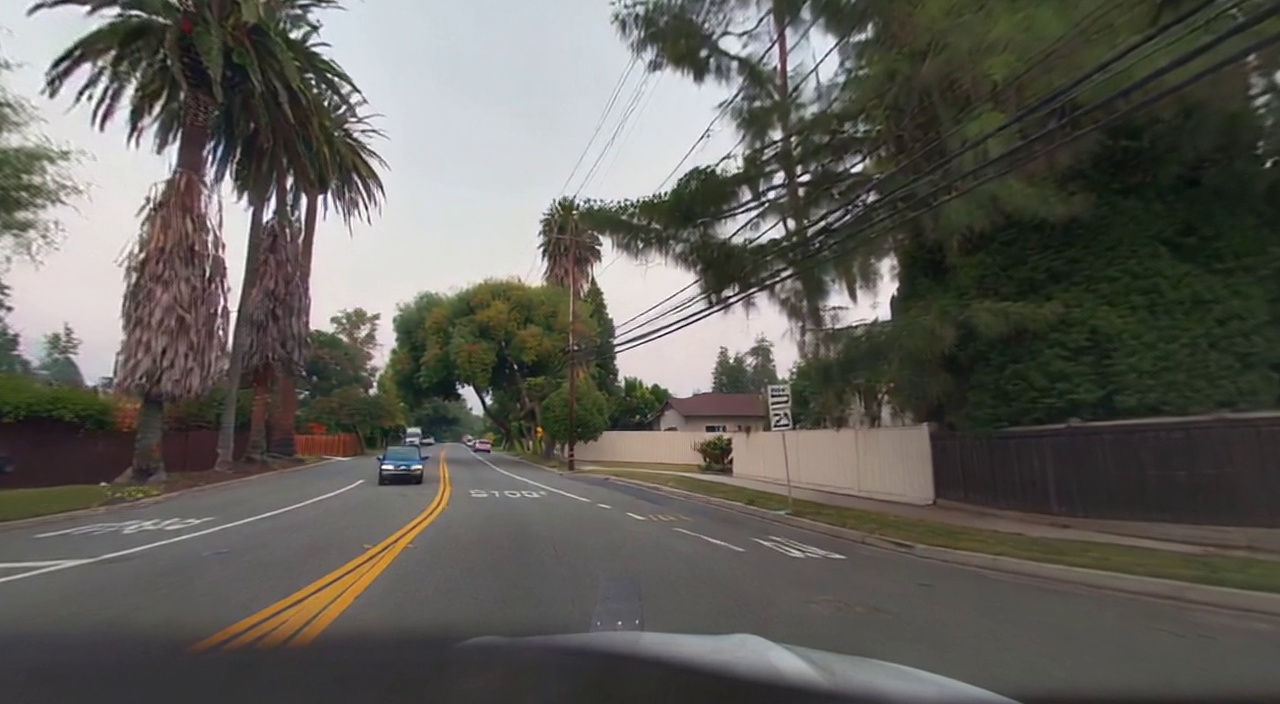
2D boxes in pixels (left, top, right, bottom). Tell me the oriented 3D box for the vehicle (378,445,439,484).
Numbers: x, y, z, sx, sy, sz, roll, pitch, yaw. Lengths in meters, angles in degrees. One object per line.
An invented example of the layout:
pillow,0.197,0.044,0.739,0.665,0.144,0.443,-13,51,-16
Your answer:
vehicle,-9.819,4.755,27.114,2.061,1.510,4.457,2,-9,-16
